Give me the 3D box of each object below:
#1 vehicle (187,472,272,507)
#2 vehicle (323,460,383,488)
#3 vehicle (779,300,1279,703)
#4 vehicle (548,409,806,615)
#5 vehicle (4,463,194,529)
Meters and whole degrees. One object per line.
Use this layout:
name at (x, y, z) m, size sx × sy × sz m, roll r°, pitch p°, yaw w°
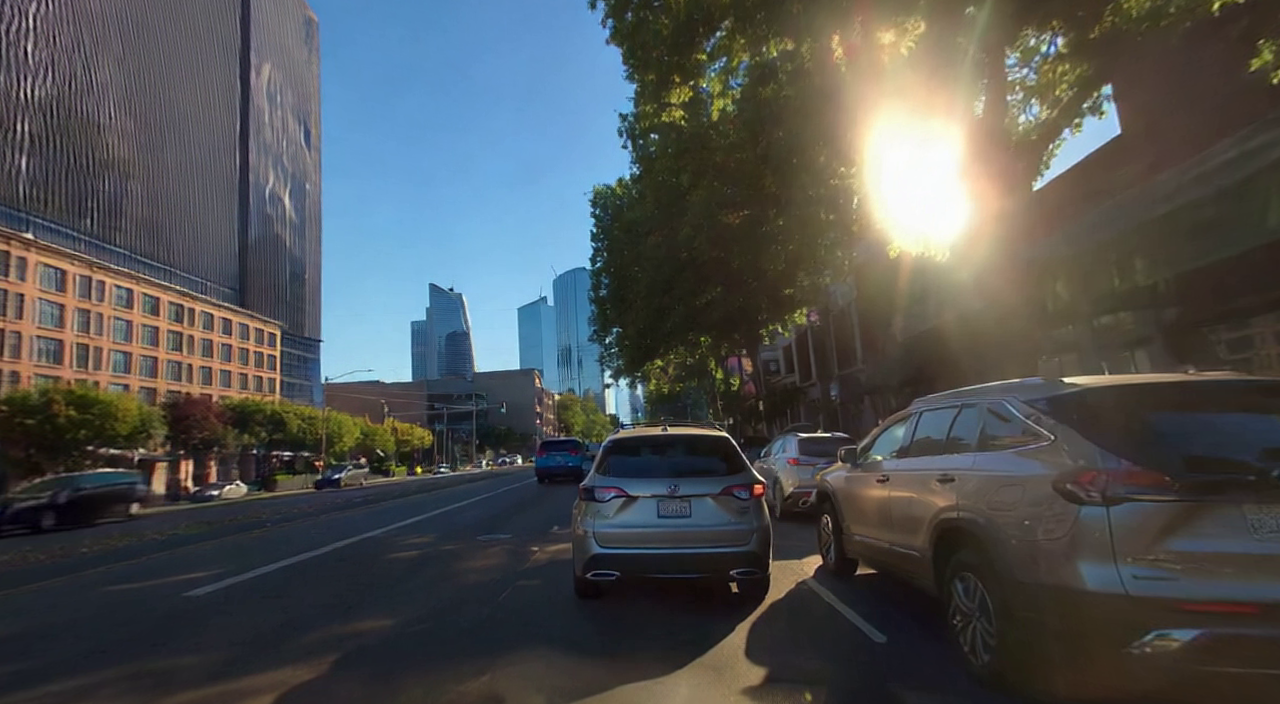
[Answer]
vehicle at (-22.648, 7.570, 35.006) m, size 1.854 × 1.419 × 4.318 m, roll -7°, pitch -8°, yaw 0°
vehicle at (-19.331, 8.209, 42.689) m, size 2.068 × 1.729 × 4.135 m, roll 0°, pitch -9°, yaw 0°
vehicle at (2.741, 1.062, 4.918) m, size 2.117 × 1.855 × 4.794 m, roll 0°, pitch -9°, yaw -1°
vehicle at (0.234, 1.540, 6.869) m, size 2.045 × 1.608 × 3.573 m, roll 0°, pitch -9°, yaw -2°
vehicle at (-16.298, 4.315, 19.369) m, size 2.105 × 1.676 × 4.099 m, roll 0°, pitch -9°, yaw 1°
